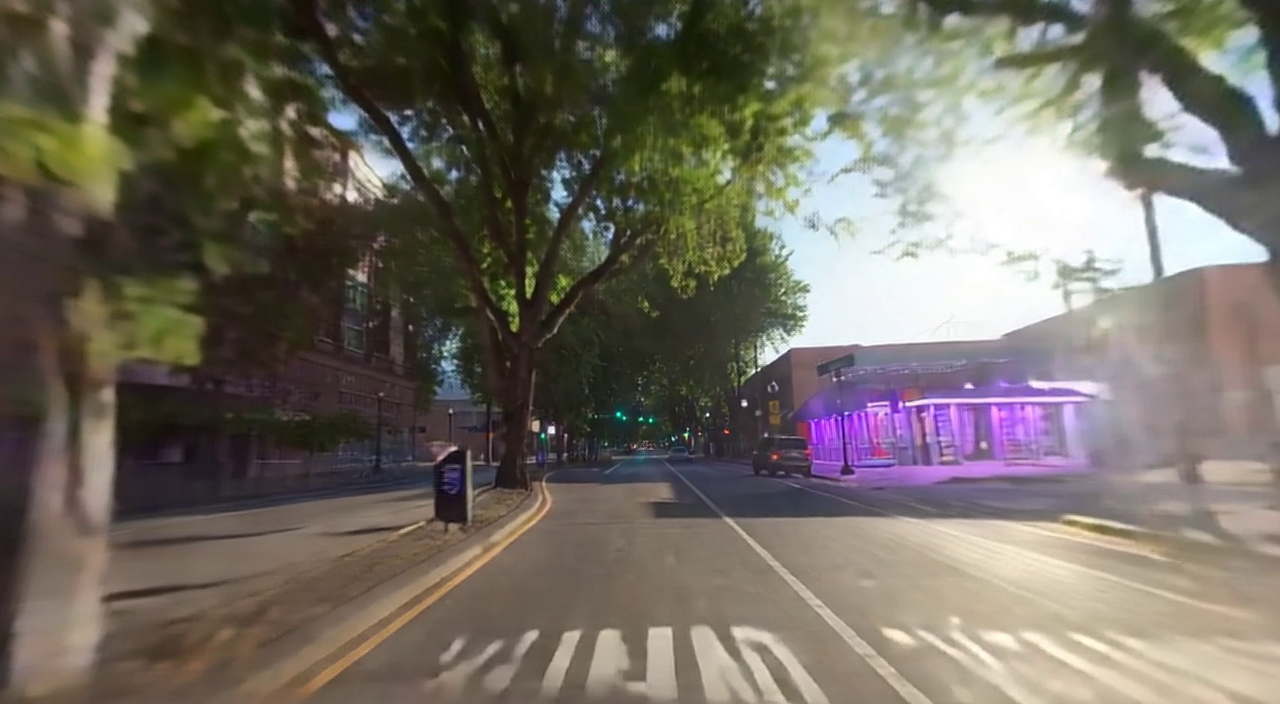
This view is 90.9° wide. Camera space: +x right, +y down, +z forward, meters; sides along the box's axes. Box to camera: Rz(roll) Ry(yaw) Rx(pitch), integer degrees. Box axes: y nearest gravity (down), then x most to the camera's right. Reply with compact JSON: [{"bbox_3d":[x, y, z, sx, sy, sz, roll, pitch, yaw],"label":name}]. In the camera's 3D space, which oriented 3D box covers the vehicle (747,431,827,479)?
[{"bbox_3d":[6.326,4.510,27.876,2.112,1.894,4.910,0,-8,-3],"label":"vehicle"}]
